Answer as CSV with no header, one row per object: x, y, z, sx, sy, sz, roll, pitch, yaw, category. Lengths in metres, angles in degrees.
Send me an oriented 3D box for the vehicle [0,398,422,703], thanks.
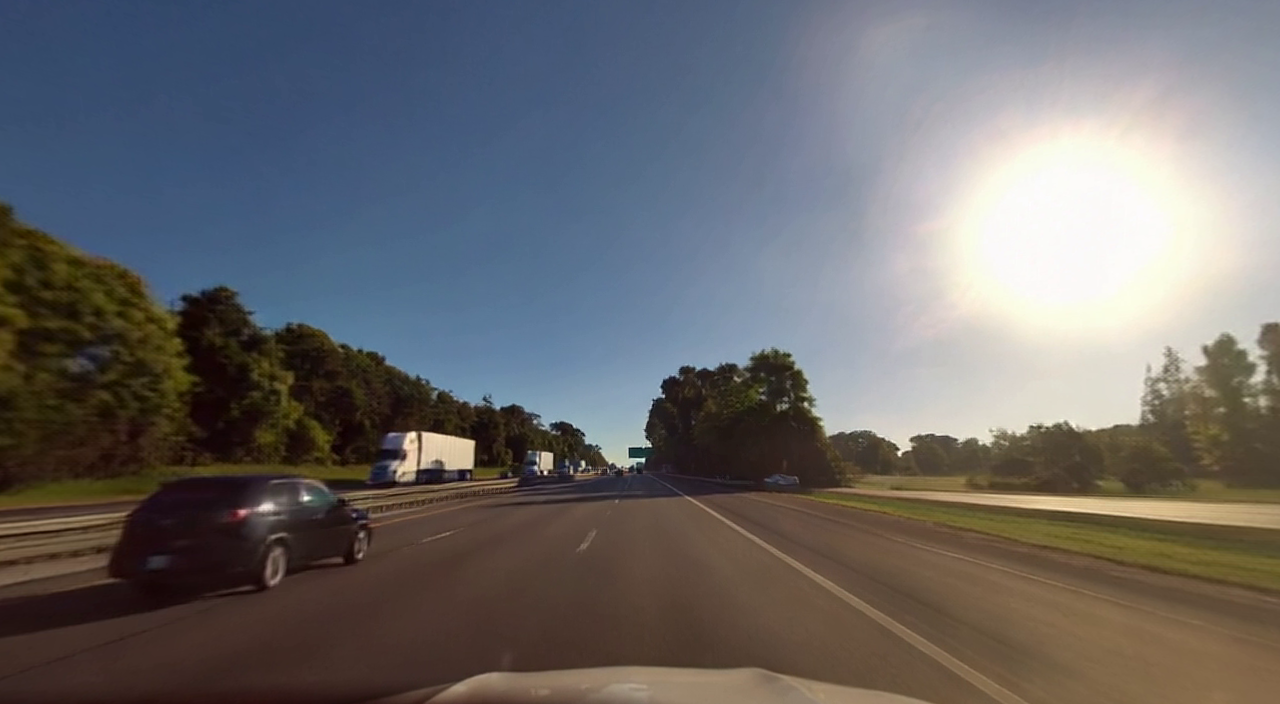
-3.809,1.491,5.734,1.912,1.631,4.672,1,-11,1,vehicle
